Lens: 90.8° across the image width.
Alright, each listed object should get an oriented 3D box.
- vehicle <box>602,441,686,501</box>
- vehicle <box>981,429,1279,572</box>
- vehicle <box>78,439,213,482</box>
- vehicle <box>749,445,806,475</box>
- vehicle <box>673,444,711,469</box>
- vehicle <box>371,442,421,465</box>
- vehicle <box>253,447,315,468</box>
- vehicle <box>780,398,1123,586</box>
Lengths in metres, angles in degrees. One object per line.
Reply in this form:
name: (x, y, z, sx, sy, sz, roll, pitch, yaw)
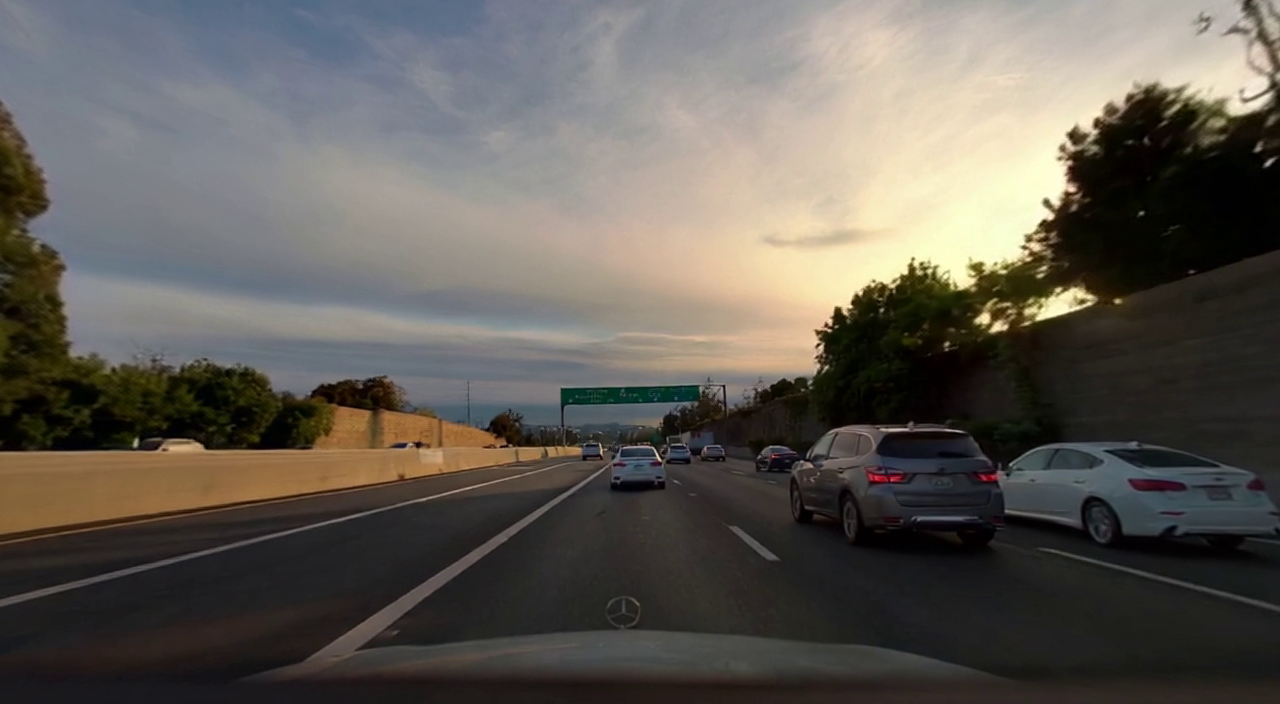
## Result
vehicle: (0.071, 3.265, 17.772, 2.098, 1.475, 3.997, 0, -9, -1)
vehicle: (6.972, 1.888, 8.870, 1.872, 1.469, 4.414, 0, -9, 0)
vehicle: (-21.068, 4.625, 27.224, 2.155, 1.701, 4.530, 0, -9, -1)
vehicle: (6.957, 5.496, 32.356, 1.839, 1.441, 4.241, 0, -9, -2)
vehicle: (3.287, 6.700, 40.712, 1.998, 1.490, 4.296, 0, -9, -2)
vehicle: (-18.539, 7.720, 48.236, 1.994, 1.658, 4.646, 0, -9, -1)
vehicle: (-26.166, 7.747, 46.590, 1.857, 1.452, 4.788, 0, -9, -1)
vehicle: (3.545, 1.710, 8.536, 2.162, 1.800, 4.693, 0, -9, -1)
